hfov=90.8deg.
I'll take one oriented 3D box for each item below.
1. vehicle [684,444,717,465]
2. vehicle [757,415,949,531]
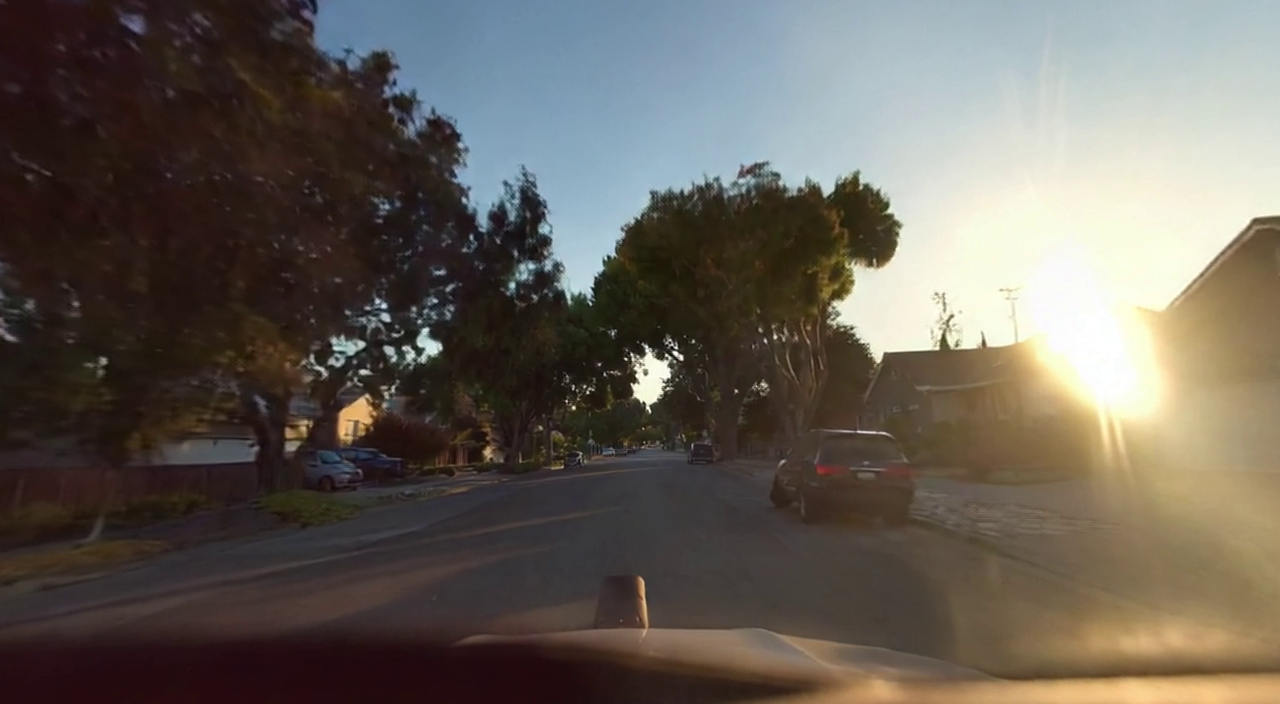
[{"bbox_3d":[4.395,7.519,46.557,2.013,1.473,4.329,0,-9,0],"label":"vehicle"},{"bbox_3d":[3.641,2.172,11.859,2.055,1.738,4.448,0,-9,0],"label":"vehicle"}]
